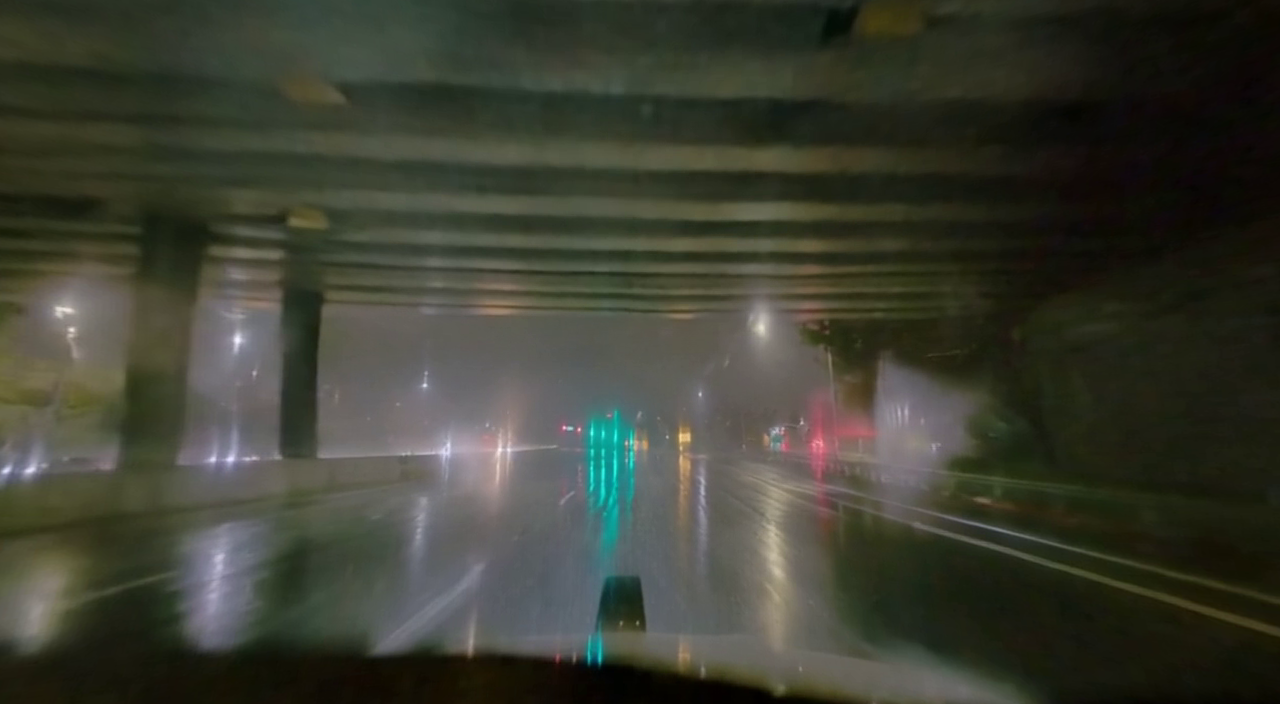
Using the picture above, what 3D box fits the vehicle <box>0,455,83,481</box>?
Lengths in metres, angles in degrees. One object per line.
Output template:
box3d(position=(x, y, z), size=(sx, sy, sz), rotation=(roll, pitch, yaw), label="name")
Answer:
box3d(position=(-44.672, 8.490, 46.308), size=(1.940, 1.679, 5.946), rotation=(0, -9, 0), label="vehicle")
